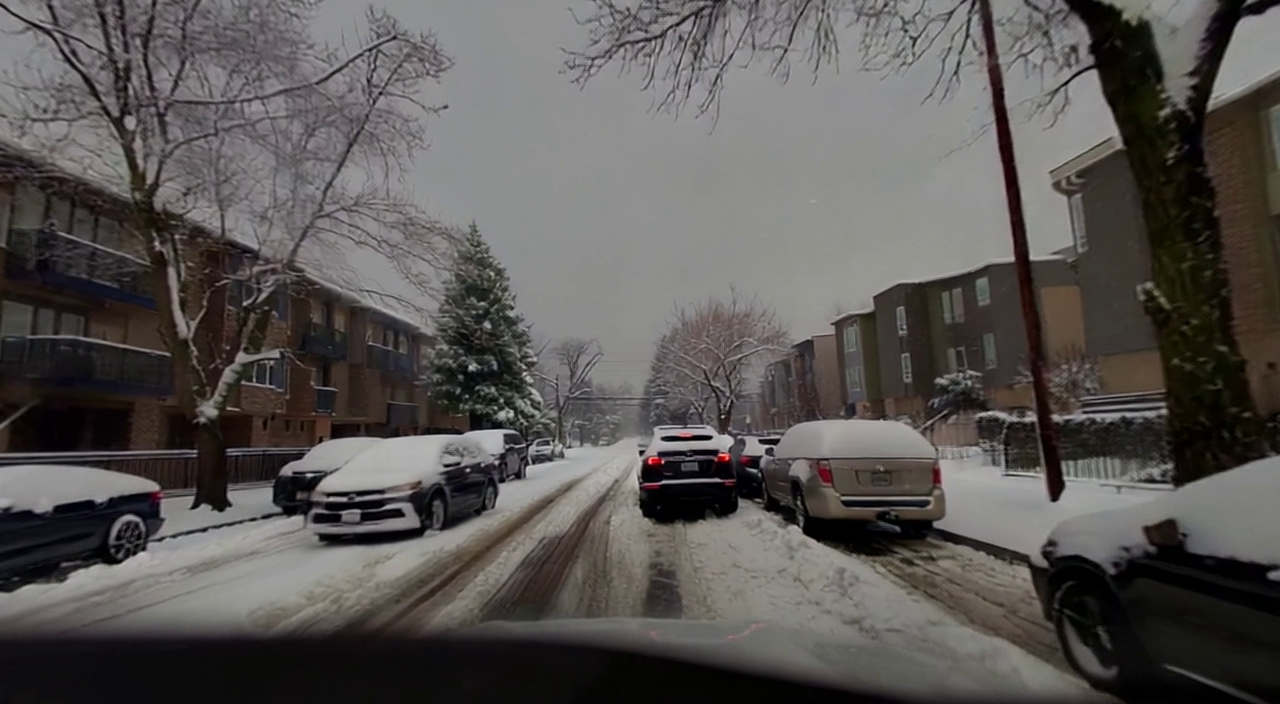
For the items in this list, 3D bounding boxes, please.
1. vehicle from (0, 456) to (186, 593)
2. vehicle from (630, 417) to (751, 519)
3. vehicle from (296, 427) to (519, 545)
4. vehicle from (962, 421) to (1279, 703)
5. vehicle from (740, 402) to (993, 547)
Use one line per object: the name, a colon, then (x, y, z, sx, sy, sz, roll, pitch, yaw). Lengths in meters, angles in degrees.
vehicle: (-7.984, 2.122, 7.723, 1.859, 1.432, 4.315, -5, -8, -3)
vehicle: (0.862, 2.371, 13.441, 2.055, 1.717, 5.172, 0, -8, 0)
vehicle: (-3.816, 2.255, 11.256, 2.018, 1.691, 3.995, -2, -9, 8)
vehicle: (3.450, 0.991, 2.588, 1.881, 1.403, 4.214, 0, -8, -2)
vehicle: (3.262, 1.917, 10.557, 2.082, 1.799, 5.207, 0, -8, -3)
